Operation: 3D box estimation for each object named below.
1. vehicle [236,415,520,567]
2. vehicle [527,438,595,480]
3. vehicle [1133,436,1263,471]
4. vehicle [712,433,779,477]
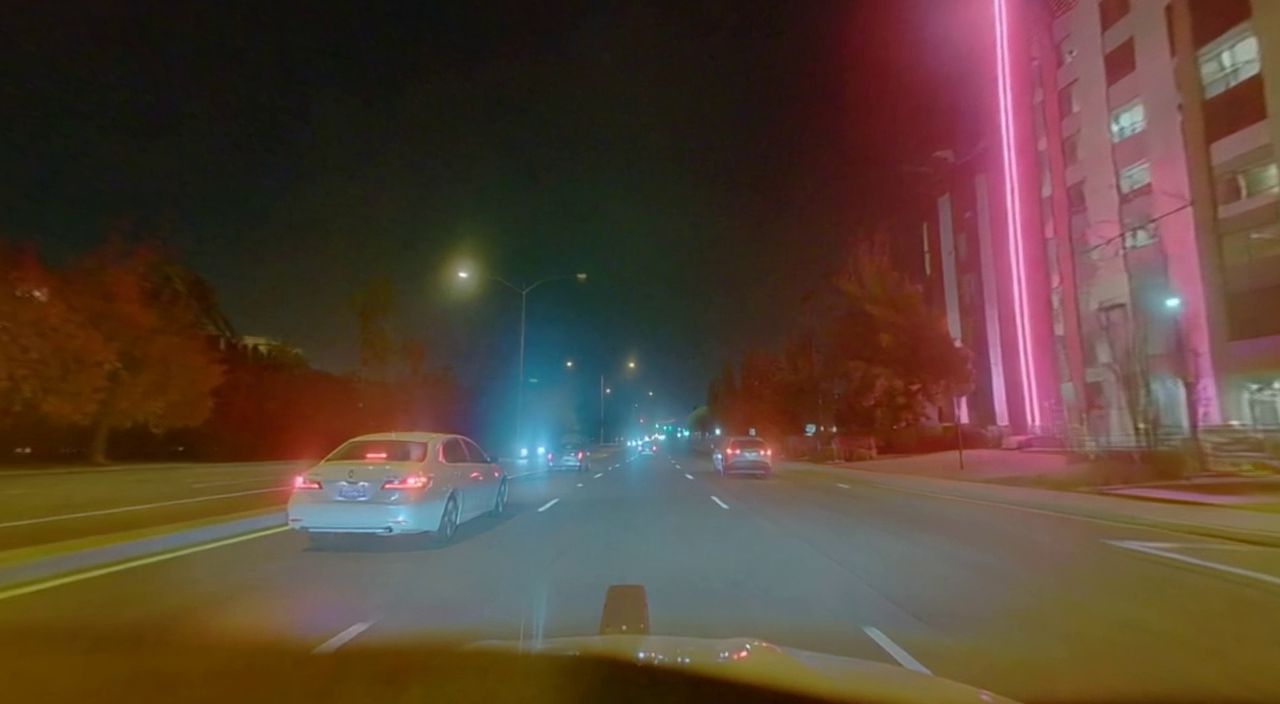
[{"bbox_3d":[-3.181,1.790,8.910,2.118,1.568,4.436,0,-8,0],"label":"vehicle"},{"bbox_3d":[-2.951,4.119,24.495,1.980,1.454,4.226,-1,-8,2],"label":"vehicle"},{"bbox_3d":[29.089,5.301,33.002,4.667,1.674,1.767,-1,-9,13],"label":"vehicle"},{"bbox_3d":[4.345,4.318,26.657,2.103,1.699,4.171,0,-8,0],"label":"vehicle"}]
